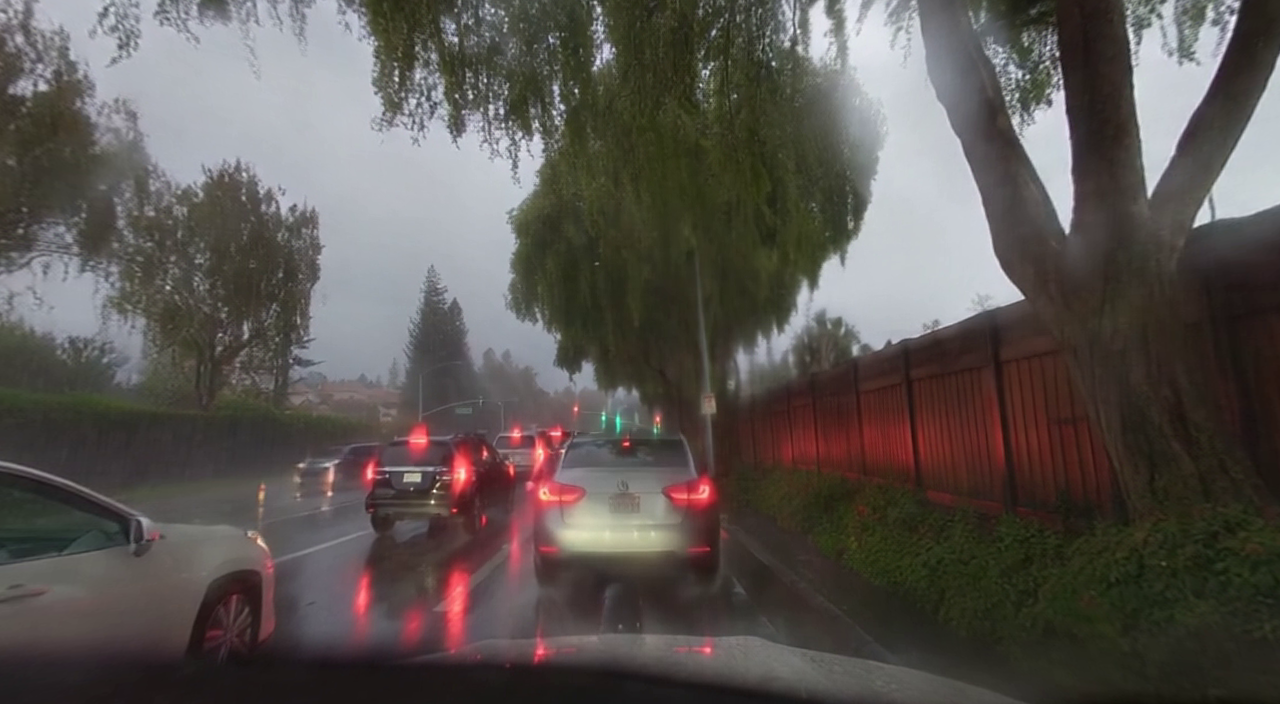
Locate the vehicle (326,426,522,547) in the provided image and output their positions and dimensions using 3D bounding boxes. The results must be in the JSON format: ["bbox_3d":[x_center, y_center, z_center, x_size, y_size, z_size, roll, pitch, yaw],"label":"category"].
[{"bbox_3d":[-3.223,2.064,10.270,1.850,1.582,3.688,0,-8,0],"label":"vehicle"}]

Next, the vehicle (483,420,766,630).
[{"bbox_3d":[-0.139,1.510,6.445,1.995,1.460,3.865,0,-8,-1],"label":"vehicle"}]

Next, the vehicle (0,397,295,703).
[{"bbox_3d":[-3.166,0.837,1.583,1.980,1.520,4.636,0,-8,0],"label":"vehicle"}]
